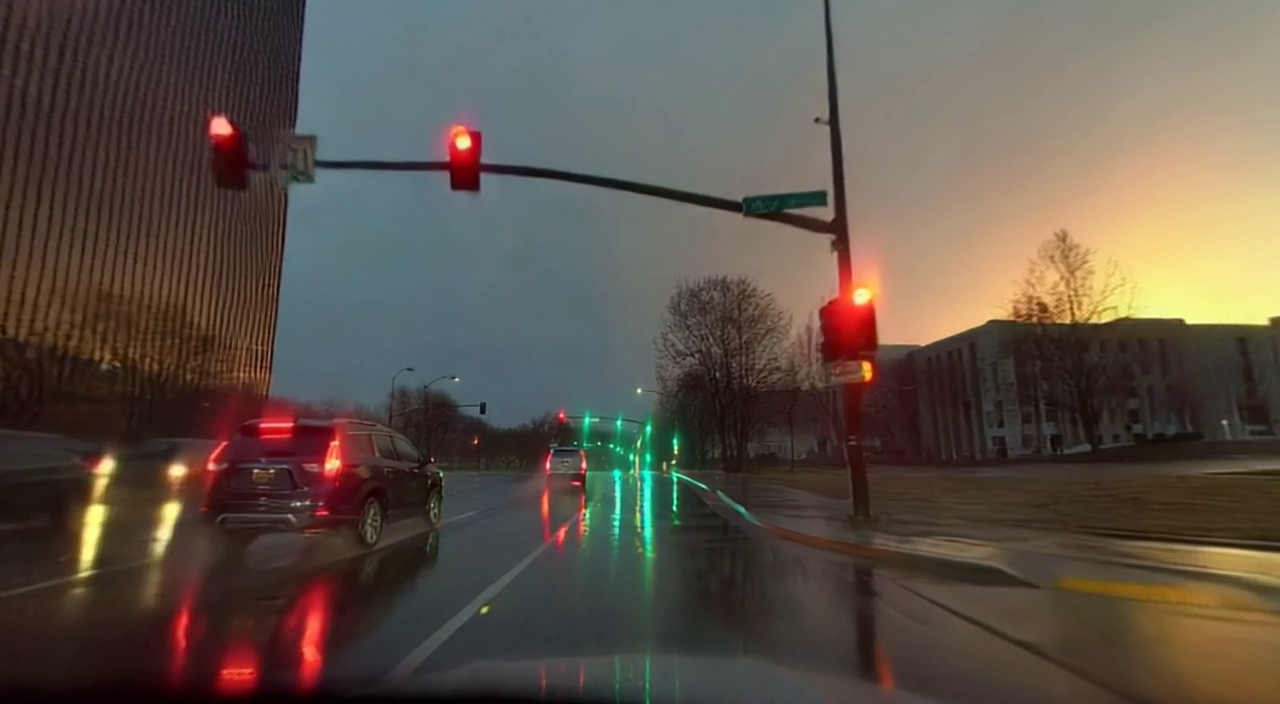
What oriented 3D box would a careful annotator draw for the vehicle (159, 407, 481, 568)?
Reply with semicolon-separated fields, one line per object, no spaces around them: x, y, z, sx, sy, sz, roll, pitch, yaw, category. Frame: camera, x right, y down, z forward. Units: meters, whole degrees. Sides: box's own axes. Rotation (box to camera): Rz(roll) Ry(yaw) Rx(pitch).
-4.100;1.837;9.258;2.169;1.741;4.588;0;-9;2;vehicle

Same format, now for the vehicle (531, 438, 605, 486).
-2.942;4.694;27.118;2.384;1.849;5.009;0;-9;3;vehicle

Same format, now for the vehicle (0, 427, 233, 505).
-12.115;2.613;14.775;2.064;1.531;4.397;0;-9;1;vehicle
